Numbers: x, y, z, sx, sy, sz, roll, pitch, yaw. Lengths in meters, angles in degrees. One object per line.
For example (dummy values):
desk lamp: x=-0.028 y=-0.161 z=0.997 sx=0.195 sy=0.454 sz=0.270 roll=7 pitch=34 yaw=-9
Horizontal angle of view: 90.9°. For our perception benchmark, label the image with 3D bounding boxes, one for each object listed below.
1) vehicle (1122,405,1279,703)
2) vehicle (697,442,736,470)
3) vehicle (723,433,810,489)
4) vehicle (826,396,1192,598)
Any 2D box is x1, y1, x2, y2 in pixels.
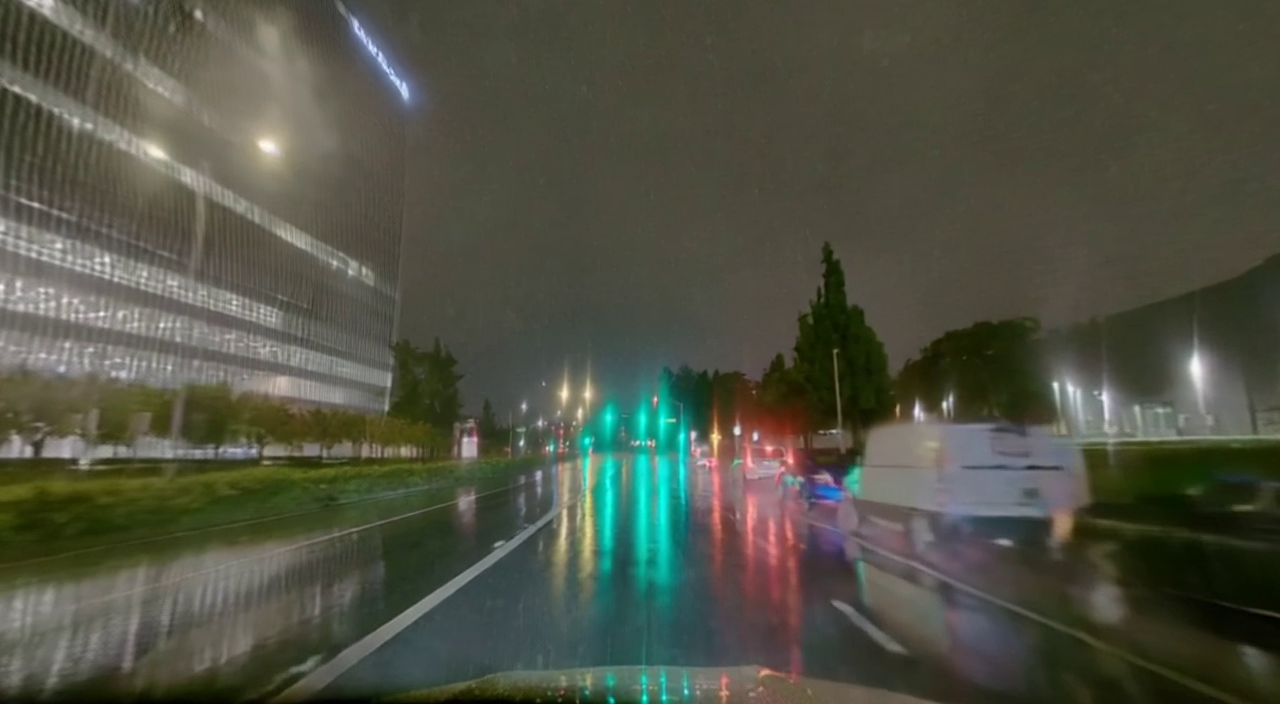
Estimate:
vehicle: x=3.983 y=0.869 z=1.631 sx=1.974 sy=1.534 sz=4.610 roll=2 pitch=-8 yaw=2
vehicle: x=4.944 y=6.780 z=41.476 sx=1.987 sy=1.718 sz=4.698 roll=0 pitch=-8 yaw=0
vehicle: x=4.538 y=3.991 z=23.442 sx=2.198 sy=1.834 sz=4.963 roll=0 pitch=-8 yaw=0
vehicle: x=4.222 y=1.723 z=8.508 sx=1.995 sy=1.884 sz=5.003 roll=0 pitch=-8 yaw=2
